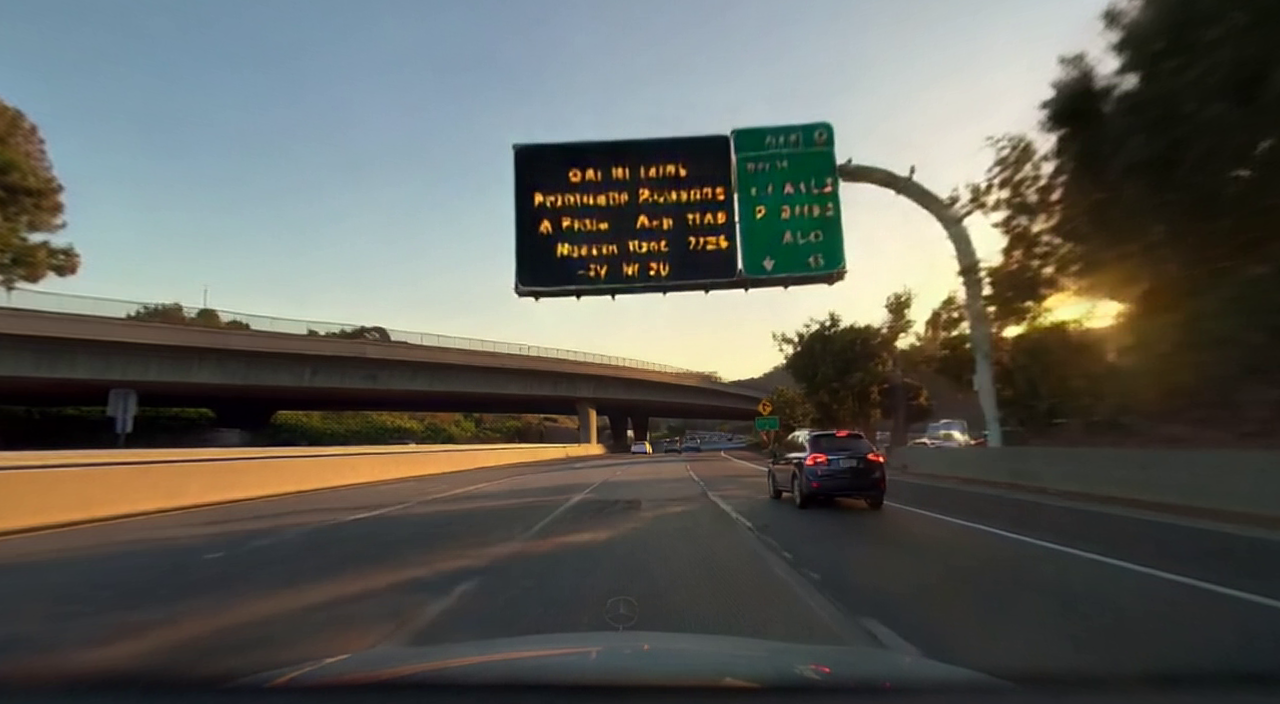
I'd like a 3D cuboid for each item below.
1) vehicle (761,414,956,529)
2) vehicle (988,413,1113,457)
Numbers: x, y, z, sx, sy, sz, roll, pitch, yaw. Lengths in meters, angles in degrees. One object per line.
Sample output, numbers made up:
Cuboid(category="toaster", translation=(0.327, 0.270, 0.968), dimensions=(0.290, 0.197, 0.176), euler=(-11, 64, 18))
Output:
Cuboid(category="vehicle", translation=(3.734, 2.134, 11.731), dimensions=(2.090, 1.715, 4.228), euler=(0, -9, 0))
Cuboid(category="vehicle", translation=(23.685, 4.879, 36.506), dimensions=(5.707, 2.048, 2.282), euler=(-10, -13, 34))
